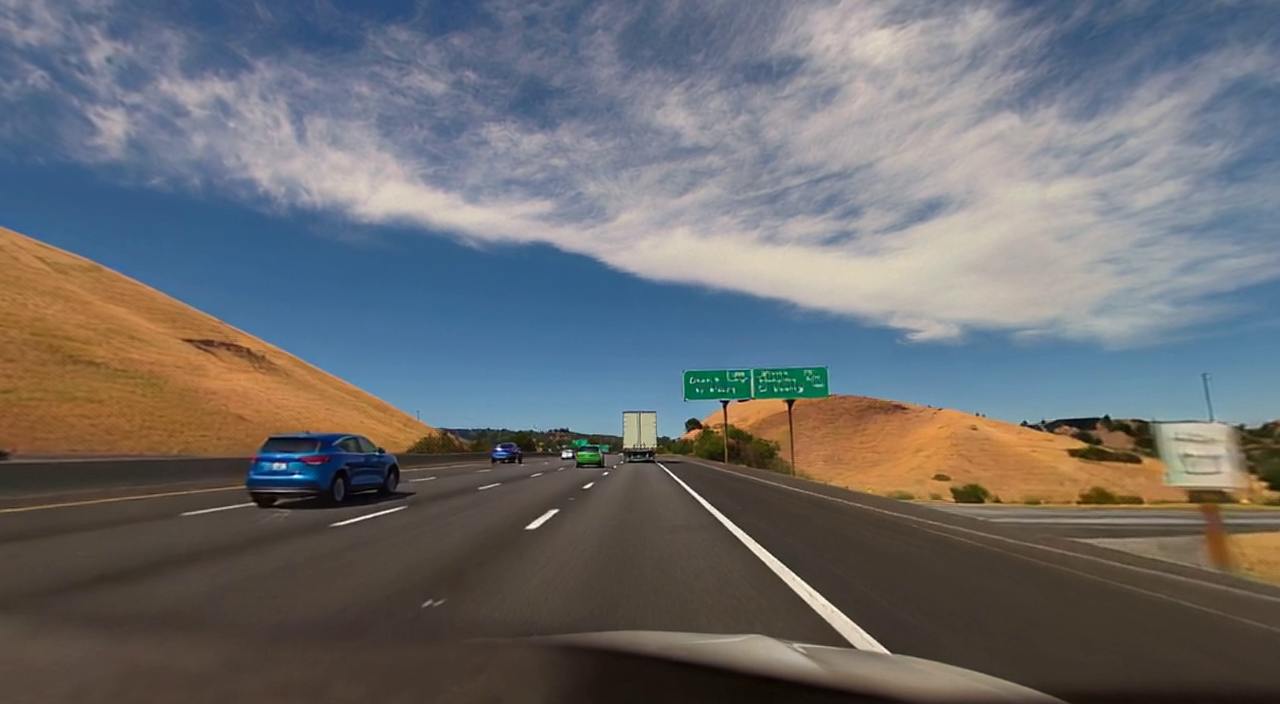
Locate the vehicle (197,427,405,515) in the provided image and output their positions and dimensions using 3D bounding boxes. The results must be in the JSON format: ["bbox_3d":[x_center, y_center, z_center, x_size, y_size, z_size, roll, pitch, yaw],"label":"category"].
[{"bbox_3d":[-7.483,2.668,14.660,2.098,1.678,4.822,0,-9,0],"label":"vehicle"}]

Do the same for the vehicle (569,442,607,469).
[{"bbox_3d":[-3.540,7.130,43.601,2.194,1.725,4.698,1,-9,0],"label":"vehicle"}]
